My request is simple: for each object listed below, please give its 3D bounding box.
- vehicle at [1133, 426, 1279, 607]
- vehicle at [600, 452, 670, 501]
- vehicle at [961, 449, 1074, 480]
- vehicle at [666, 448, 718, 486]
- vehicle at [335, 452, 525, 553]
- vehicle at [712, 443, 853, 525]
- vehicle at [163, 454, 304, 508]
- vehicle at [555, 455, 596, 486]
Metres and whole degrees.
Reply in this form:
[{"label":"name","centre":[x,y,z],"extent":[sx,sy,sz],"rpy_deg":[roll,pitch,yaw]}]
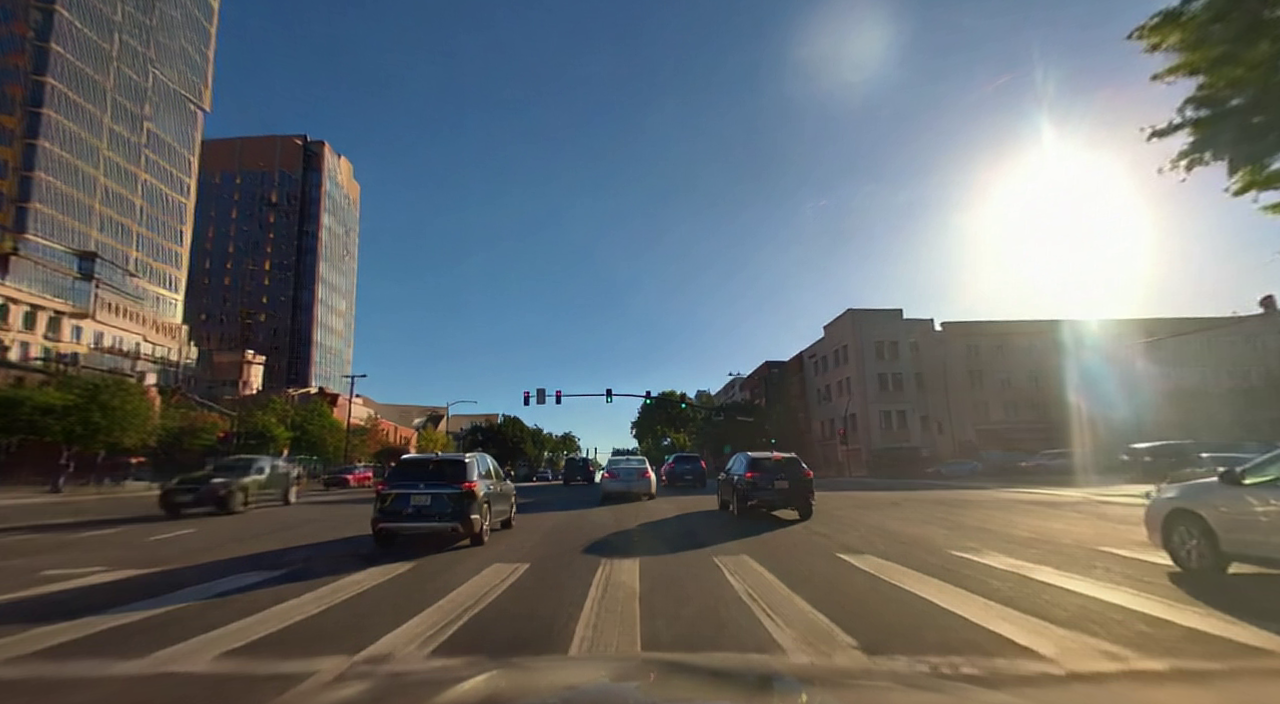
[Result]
[{"label":"vehicle","centre":[6.543,1.281,4.594],"extent":[1.959,1.553,4.809],"rpy_deg":[0,-9,-1]},{"label":"vehicle","centre":[-0.197,4.073,21.077],"extent":[2.098,1.461,3.958],"rpy_deg":[0,-9,-2]},{"label":"vehicle","centre":[19.373,5.768,32.545],"extent":[4.620,1.446,1.950],"rpy_deg":[0,-9,-3]},{"label":"vehicle","centre":[2.589,5.886,32.620],"extent":[2.138,1.778,4.422],"rpy_deg":[0,-9,-2]},{"label":"vehicle","centre":[-3.574,2.632,11.810],"extent":[2.045,1.463,4.490],"rpy_deg":[0,-9,0]},{"label":"vehicle","centre":[3.062,2.961,14.833],"extent":[1.996,1.566,4.917],"rpy_deg":[0,-9,-2]},{"label":"vehicle","centre":[-14.495,4.575,22.960],"extent":[1.970,1.708,4.777],"rpy_deg":[0,-9,-1]},{"label":"vehicle","centre":[-3.855,7.182,38.591],"extent":[2.033,1.714,4.278],"rpy_deg":[-1,-9,0]}]
